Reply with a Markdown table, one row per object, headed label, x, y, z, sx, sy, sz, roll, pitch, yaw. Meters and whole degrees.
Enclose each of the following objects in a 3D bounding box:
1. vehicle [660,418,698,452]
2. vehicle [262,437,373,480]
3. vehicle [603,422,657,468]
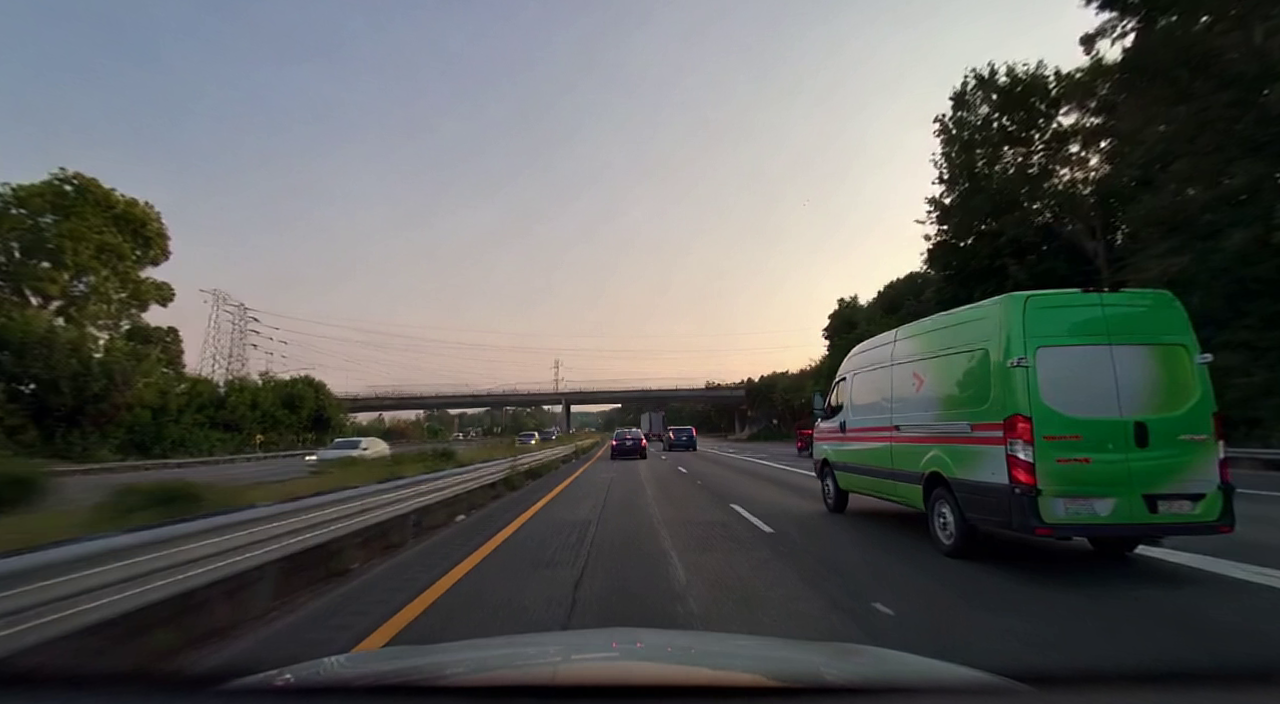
| label | x | y | z | sx | sy | sz | roll | pitch | yaw |
| --- | --- | --- | --- | --- | --- | --- | --- | --- | --- |
| vehicle | 2.987 | 6.558 | 49.635 | 2.387 | 2.506 | 5.374 | 0 | -8 | -2 |
| vehicle | -12.216 | 4.026 | 24.268 | 1.951 | 1.489 | 4.658 | 0 | -8 | -2 |
| vehicle | -0.438 | 3.872 | 26.406 | 2.073 | 1.750 | 4.116 | 0 | -8 | -2 |
